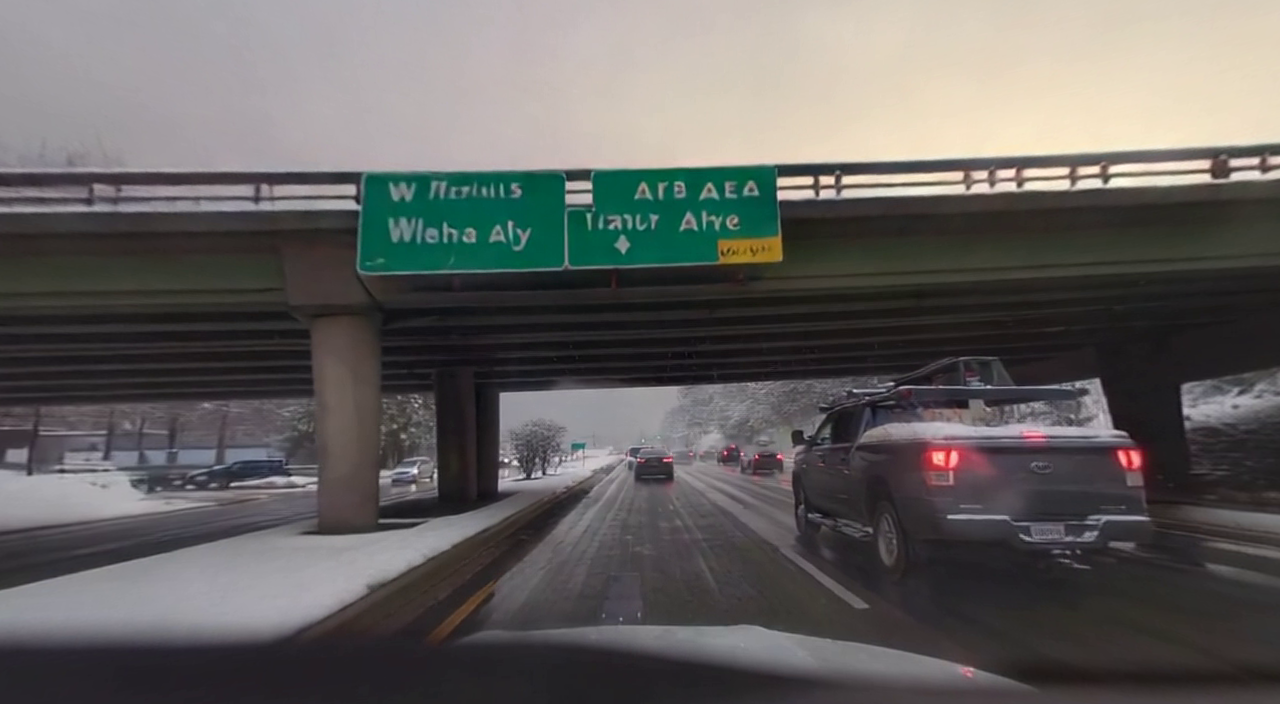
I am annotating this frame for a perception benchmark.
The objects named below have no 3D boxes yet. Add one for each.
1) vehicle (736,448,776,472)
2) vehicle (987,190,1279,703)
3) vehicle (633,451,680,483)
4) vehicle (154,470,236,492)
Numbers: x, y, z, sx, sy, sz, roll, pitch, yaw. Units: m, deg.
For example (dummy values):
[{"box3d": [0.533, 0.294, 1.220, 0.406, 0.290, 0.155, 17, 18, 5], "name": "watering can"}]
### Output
[{"box3d": [7.672, 7.184, 42.130, 1.890, 1.478, 4.093, 0, -9, 0], "name": "vehicle"}, {"box3d": [3.488, 0.500, 1.401, 2.588, 2.321, 4.927, 0, -9, 0], "name": "vehicle"}, {"box3d": [0.716, 5.248, 29.066, 2.027, 1.341, 3.775, 0, -9, 0], "name": "vehicle"}, {"box3d": [-32.219, 9.328, 45.819, 4.407, 1.431, 2.025, -1, -8, 2], "name": "vehicle"}]
